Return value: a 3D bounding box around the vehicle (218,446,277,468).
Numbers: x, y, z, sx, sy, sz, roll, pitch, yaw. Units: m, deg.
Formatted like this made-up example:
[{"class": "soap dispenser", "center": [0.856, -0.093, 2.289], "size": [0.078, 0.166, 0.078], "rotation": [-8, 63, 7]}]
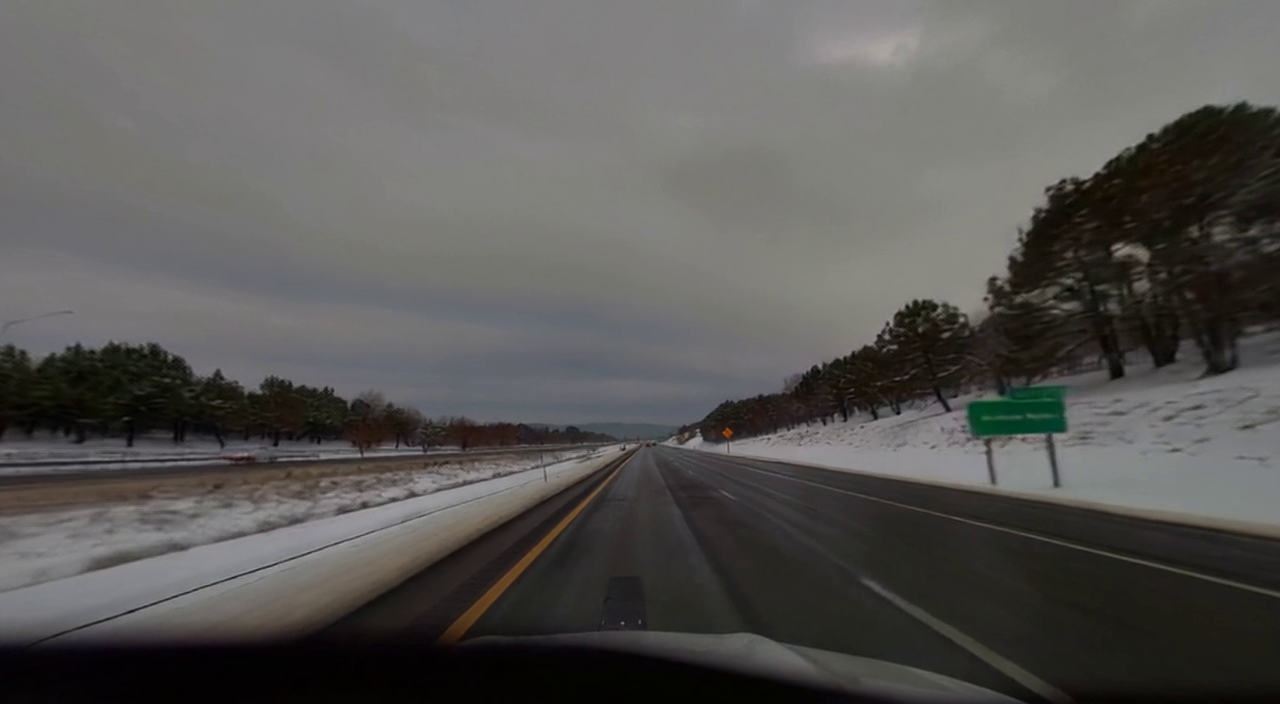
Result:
[{"class": "vehicle", "center": [-28.142, 7.505, 45.104], "size": [1.776, 1.458, 3.680], "rotation": [0, -8, 1]}]
